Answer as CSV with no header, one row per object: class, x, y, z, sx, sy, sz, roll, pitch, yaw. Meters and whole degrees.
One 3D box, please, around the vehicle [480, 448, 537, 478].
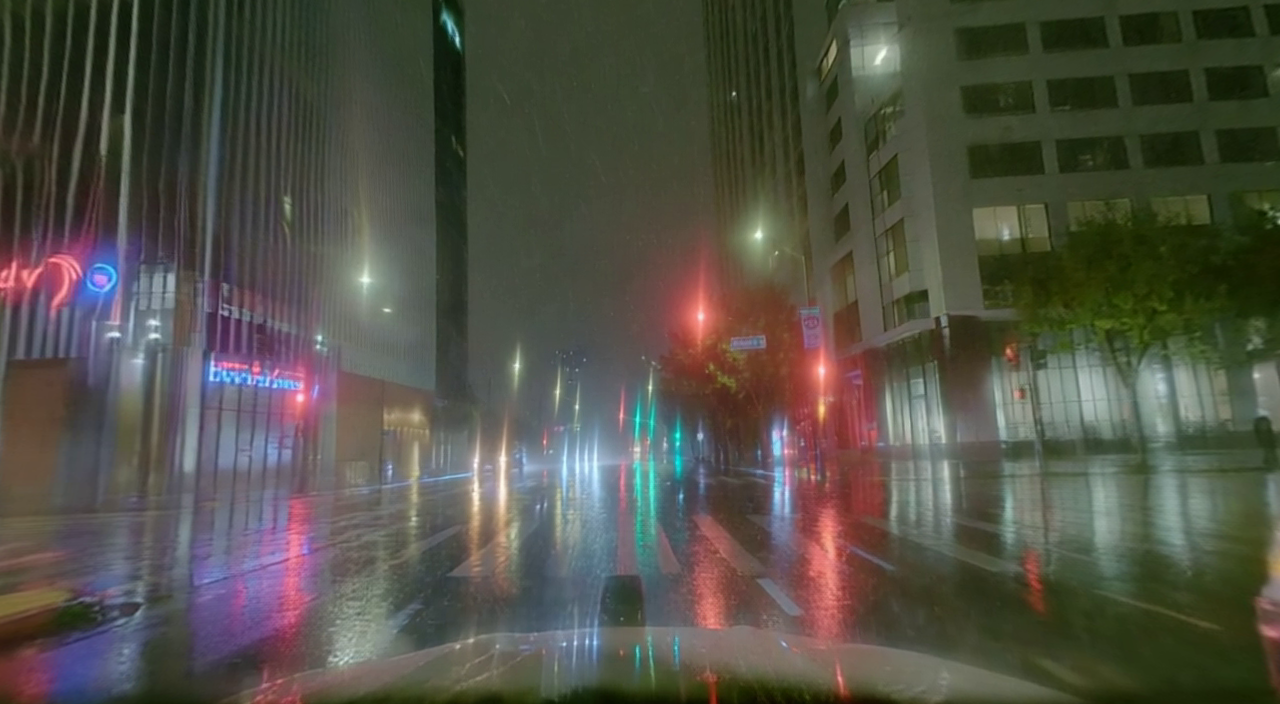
vehicle,-6.930,5.885,33.731,1.893,1.451,4.276,-1,-9,3
